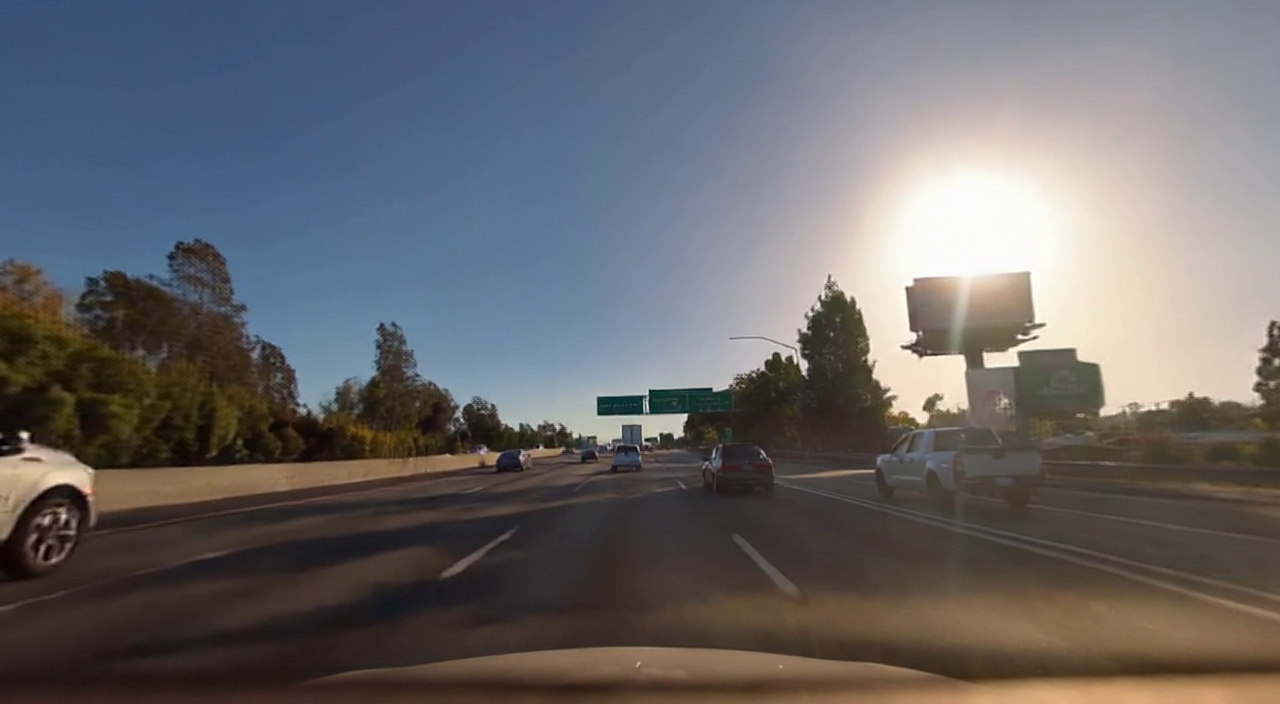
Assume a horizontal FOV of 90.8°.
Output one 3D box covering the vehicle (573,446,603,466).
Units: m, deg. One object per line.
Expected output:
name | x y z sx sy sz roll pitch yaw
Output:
vehicle | -3.978 7.977 48.555 1.935 1.487 4.076 0 -8 0

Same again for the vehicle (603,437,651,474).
vehicle | -0.634 5.389 33.168 2.323 1.805 4.729 0 -8 0

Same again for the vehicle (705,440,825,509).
vehicle | 2.916 2.954 15.780 2.011 1.462 4.286 0 -8 -1

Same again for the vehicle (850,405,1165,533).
vehicle | 6.554 2.206 12.569 2.635 1.919 5.907 0 -8 -1

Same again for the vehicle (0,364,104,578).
vehicle | -7.269 0.828 3.964 2.444 2.012 6.122 0 -8 0

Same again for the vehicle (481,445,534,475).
vehicle | -7.095 5.806 34.292 1.920 1.482 4.385 0 -8 0
